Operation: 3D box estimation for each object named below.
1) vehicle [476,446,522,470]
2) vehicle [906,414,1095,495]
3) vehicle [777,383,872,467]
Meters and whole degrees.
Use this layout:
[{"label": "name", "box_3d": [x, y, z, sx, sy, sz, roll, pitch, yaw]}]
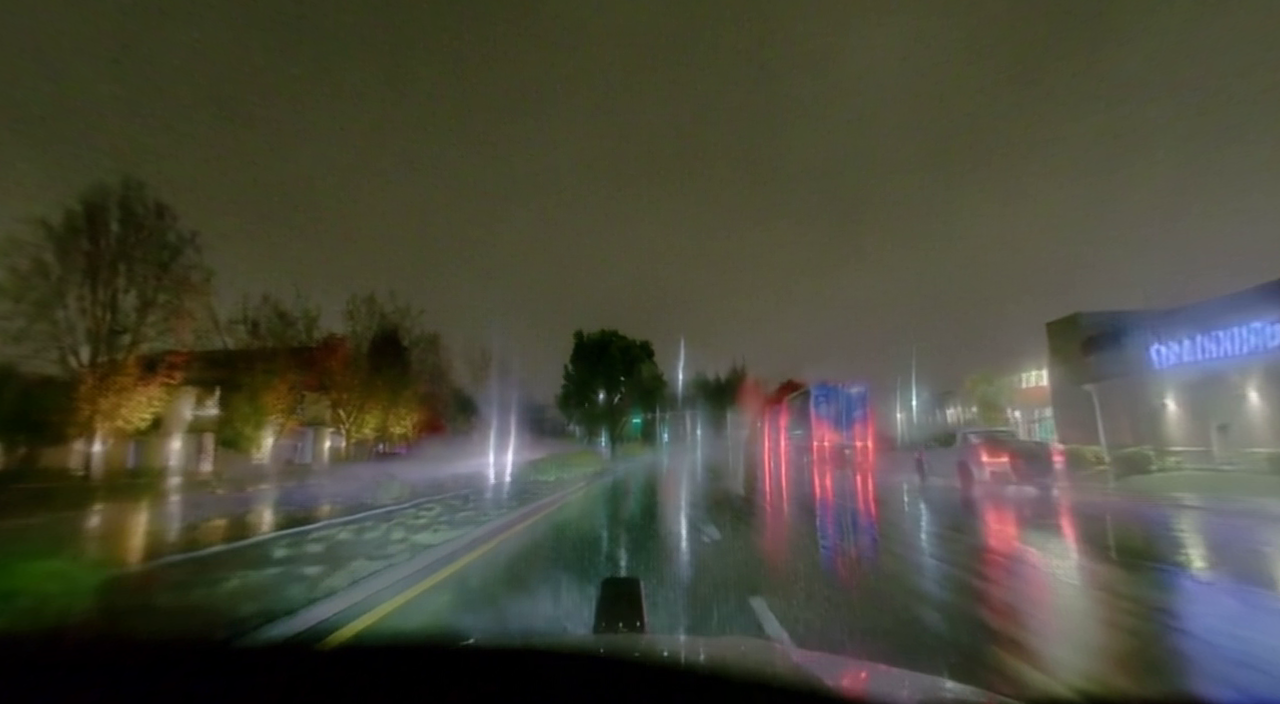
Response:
[{"label": "vehicle", "box_3d": [-9.506, 7.185, 42.958, 1.907, 1.505, 4.354, -1, -8, 4]}, {"label": "vehicle", "box_3d": [10.068, 2.950, 18.460, 2.200, 1.944, 5.935, -1, -8, 2]}, {"label": "vehicle", "box_3d": [11.804, 5.155, 42.797, 2.907, 4.439, 17.681, -1, -8, 6]}]
